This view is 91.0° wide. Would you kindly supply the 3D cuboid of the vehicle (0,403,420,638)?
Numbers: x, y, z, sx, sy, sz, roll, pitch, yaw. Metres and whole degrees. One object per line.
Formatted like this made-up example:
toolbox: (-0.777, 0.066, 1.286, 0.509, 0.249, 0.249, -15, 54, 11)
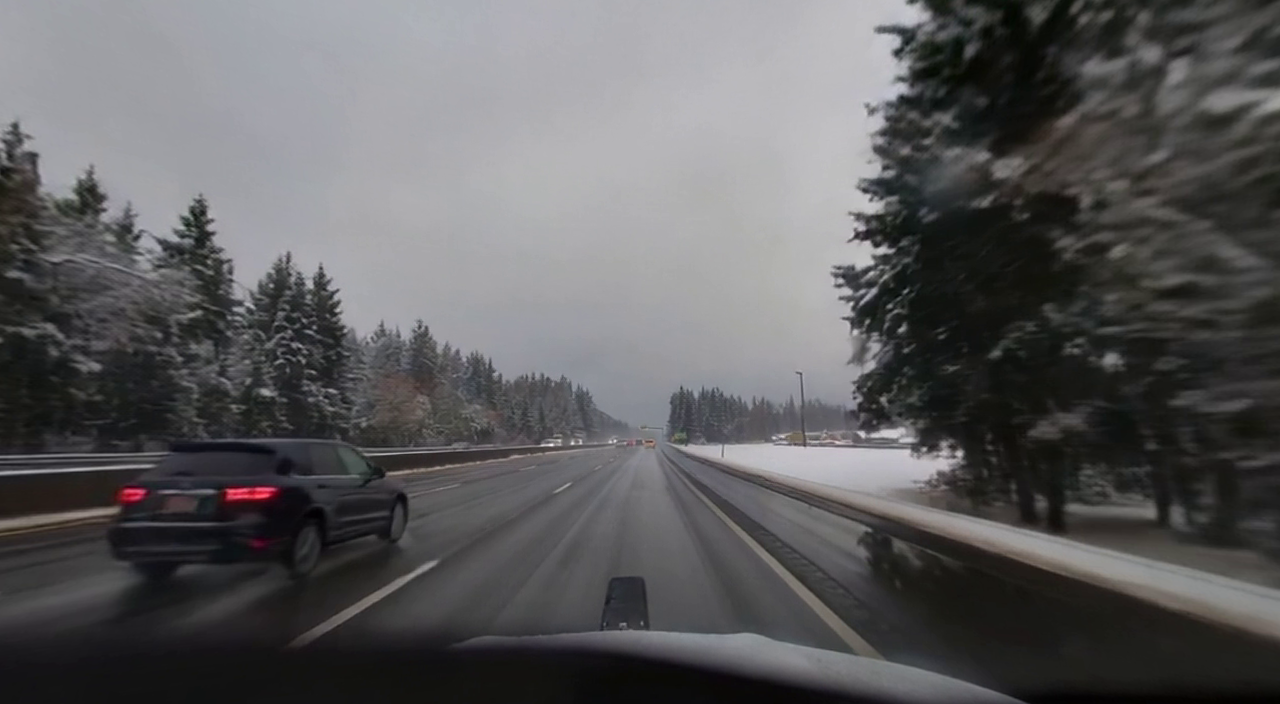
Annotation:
vehicle: (-4.281, 1.513, 6.755, 2.123, 1.643, 4.479, 0, -8, 1)
